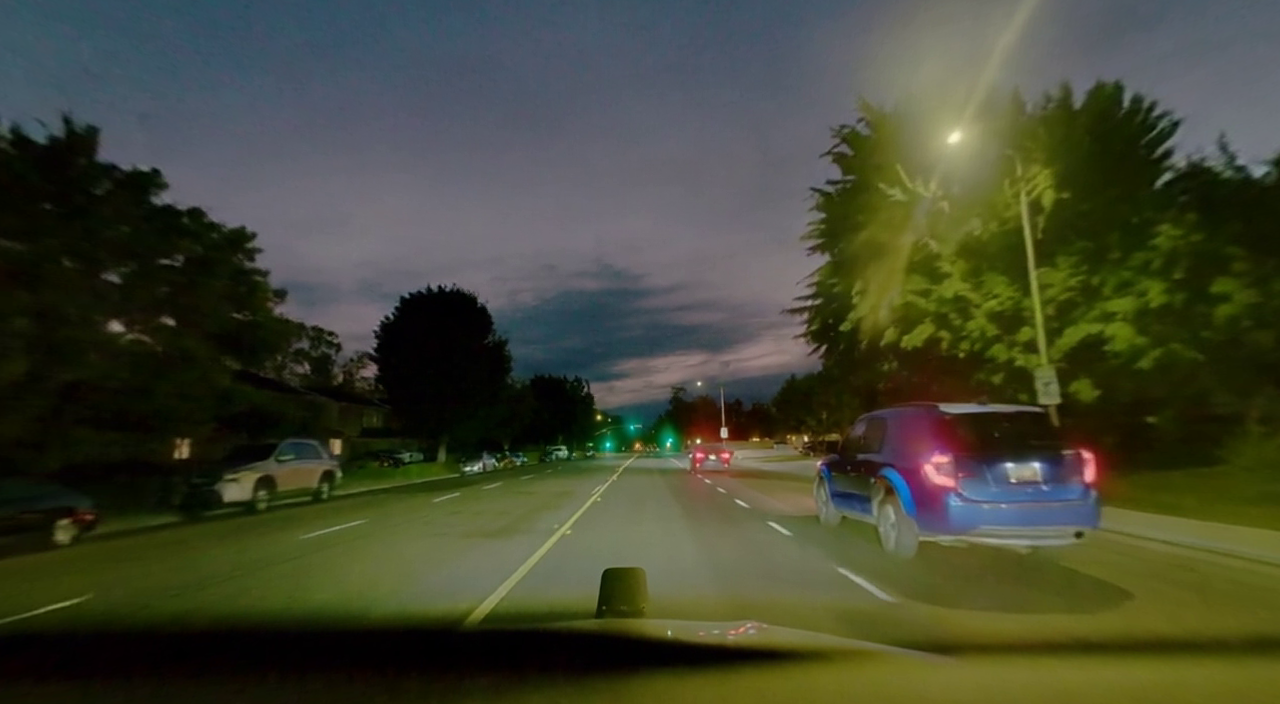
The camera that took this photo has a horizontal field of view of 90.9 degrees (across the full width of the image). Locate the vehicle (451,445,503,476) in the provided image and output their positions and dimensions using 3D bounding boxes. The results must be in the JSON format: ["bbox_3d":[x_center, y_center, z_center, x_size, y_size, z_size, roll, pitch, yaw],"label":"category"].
[{"bbox_3d":[-10.309,6.863,40.169,2.083,1.791,4.585,-3,-8,1],"label":"vehicle"}]

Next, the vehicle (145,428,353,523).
[{"bbox_3d":[-10.521,3.356,17.762,2.254,2.127,5.697,-2,-9,0],"label":"vehicle"}]

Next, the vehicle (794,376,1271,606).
[{"bbox_3d":[3.958,1.571,8.204,2.497,1.889,5.833,0,-8,1],"label":"vehicle"}]

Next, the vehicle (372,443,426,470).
[{"bbox_3d":[-17.249,7.469,45.371,1.914,1.792,4.470,0,-8,3],"label":"vehicle"}]

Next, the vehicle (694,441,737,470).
[{"bbox_3d":[4.227,5.849,35.763,1.956,1.492,4.425,0,-8,1],"label":"vehicle"}]

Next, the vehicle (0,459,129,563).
[{"bbox_3d":[-10.656,2.489,9.534,2.006,1.476,4.570,-3,-8,1],"label":"vehicle"}]
